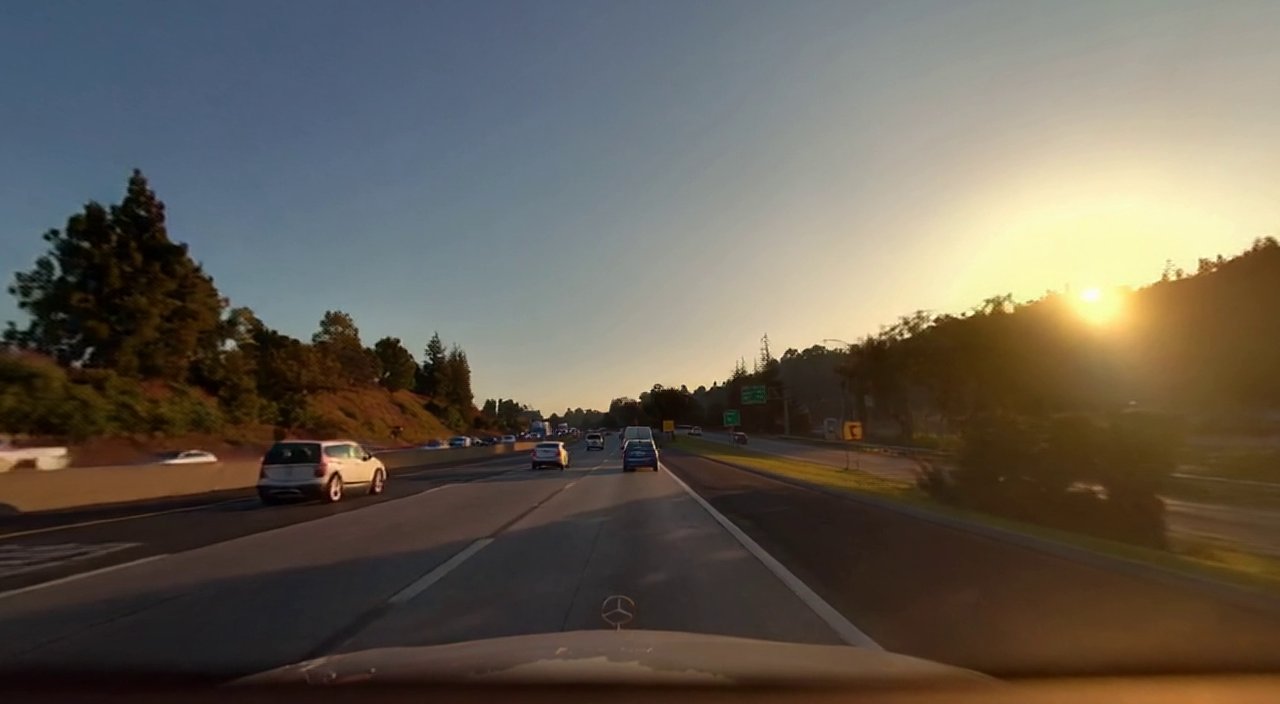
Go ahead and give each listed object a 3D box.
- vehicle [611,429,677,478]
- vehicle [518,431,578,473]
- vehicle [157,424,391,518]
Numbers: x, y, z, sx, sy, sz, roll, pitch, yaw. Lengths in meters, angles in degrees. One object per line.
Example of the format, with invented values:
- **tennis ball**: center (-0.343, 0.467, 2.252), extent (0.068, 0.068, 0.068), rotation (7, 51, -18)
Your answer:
- **vehicle**: center (0.113, 4.014, 25.184), extent (2.378, 1.750, 4.355), rotation (0, -8, -1)
- **vehicle**: center (-4.075, 4.513, 28.665), extent (2.044, 1.717, 4.421), rotation (0, -8, 0)
- **vehicle**: center (-7.433, 2.459, 13.601), extent (2.195, 1.652, 4.733), rotation (0, -8, 0)
